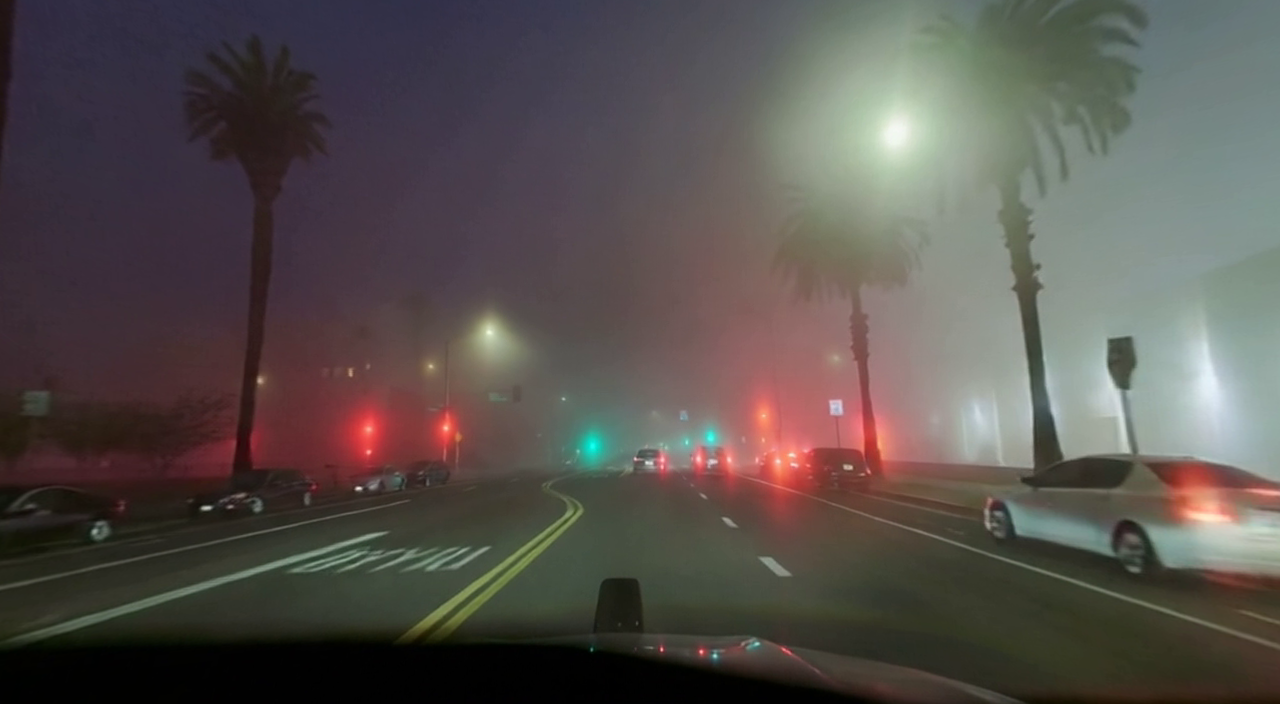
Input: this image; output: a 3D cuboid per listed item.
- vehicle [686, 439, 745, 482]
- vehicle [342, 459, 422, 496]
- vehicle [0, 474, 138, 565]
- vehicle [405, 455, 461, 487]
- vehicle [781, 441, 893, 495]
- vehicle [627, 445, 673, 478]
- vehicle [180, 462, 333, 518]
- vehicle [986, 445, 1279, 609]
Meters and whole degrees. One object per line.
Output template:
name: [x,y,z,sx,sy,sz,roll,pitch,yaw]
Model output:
vehicle: [3.178,4.661,27.499,2.003,1.702,4.288,0,-8,-1]
vehicle: [-12.068,5.921,29.902,1.978,1.501,4.355,-3,-11,-1]
vehicle: [-12.580,3.237,12.304,1.949,1.470,4.532,0,-8,-1]
vehicle: [-12.155,7.050,37.361,1.949,1.682,4.094,-3,-11,0]
vehicle: [6.561,3.894,21.722,2.174,1.643,4.860,0,-8,-1]
vehicle: [0.457,5.266,30.635,2.088,1.452,3.993,0,-8,0]
vehicle: [-12.246,4.467,20.634,2.188,1.490,4.511,-3,-11,0]
vehicle: [6.648,1.918,8.019,1.932,1.464,4.475,0,-8,0]
